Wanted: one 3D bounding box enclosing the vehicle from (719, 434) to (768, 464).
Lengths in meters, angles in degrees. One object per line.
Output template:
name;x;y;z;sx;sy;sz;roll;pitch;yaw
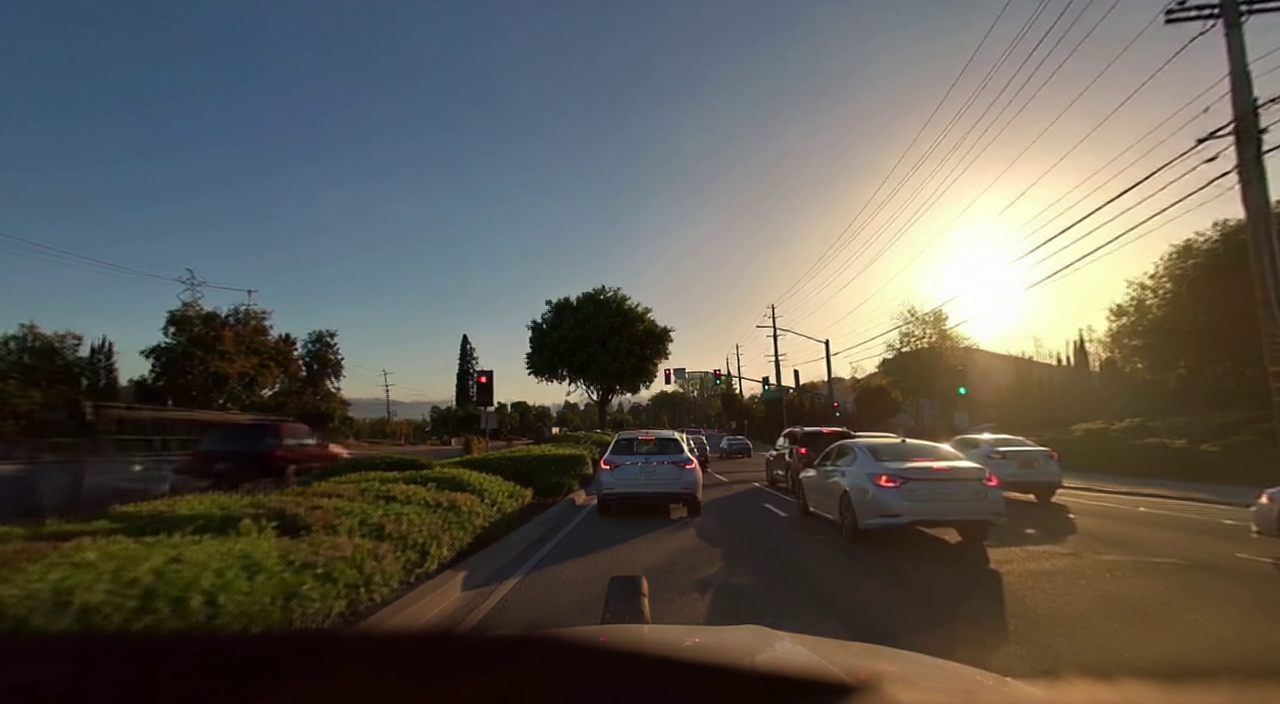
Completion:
vehicle;5.507;5.227;34.069;1.995;1.491;4.133;0;-8;1

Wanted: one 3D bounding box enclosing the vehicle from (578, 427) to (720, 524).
vehicle;0.164;2.265;12.100;2.208;1.498;4.401;0;-8;1

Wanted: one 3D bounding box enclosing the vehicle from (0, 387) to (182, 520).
vehicle;-17.659;2.798;17.464;2.934;3.328;8.716;-1;-8;3

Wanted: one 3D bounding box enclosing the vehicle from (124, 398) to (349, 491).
vehicle;-17.072;4.098;28.018;3.085;3.375;9.783;-1;-8;3

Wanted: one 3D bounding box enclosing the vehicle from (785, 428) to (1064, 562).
vehicle;3.653;1.915;9.255;2.028;1.454;4.531;0;-8;1
